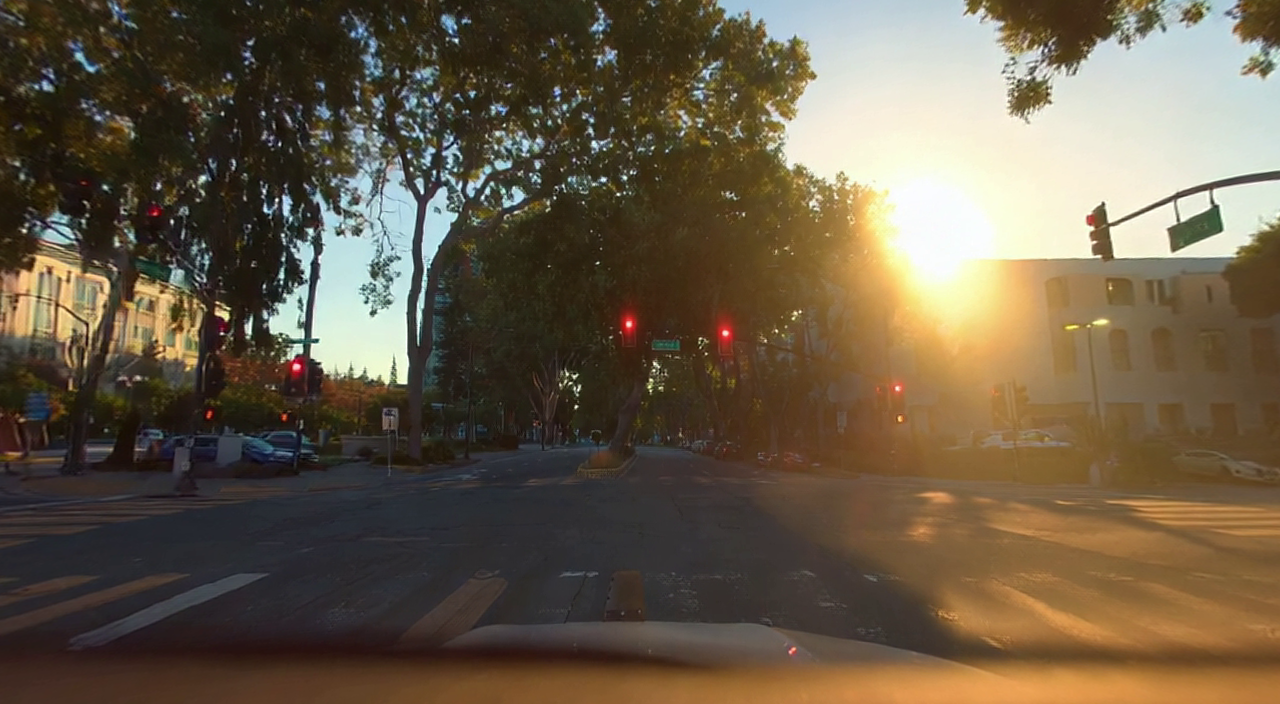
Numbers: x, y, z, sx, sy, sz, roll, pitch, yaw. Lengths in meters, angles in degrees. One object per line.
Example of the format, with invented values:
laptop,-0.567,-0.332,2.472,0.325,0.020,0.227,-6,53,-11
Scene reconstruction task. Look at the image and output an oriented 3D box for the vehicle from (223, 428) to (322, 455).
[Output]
vehicle,-22.406,5.512,38.699,4.765,1.593,1.891,1,-9,-8
